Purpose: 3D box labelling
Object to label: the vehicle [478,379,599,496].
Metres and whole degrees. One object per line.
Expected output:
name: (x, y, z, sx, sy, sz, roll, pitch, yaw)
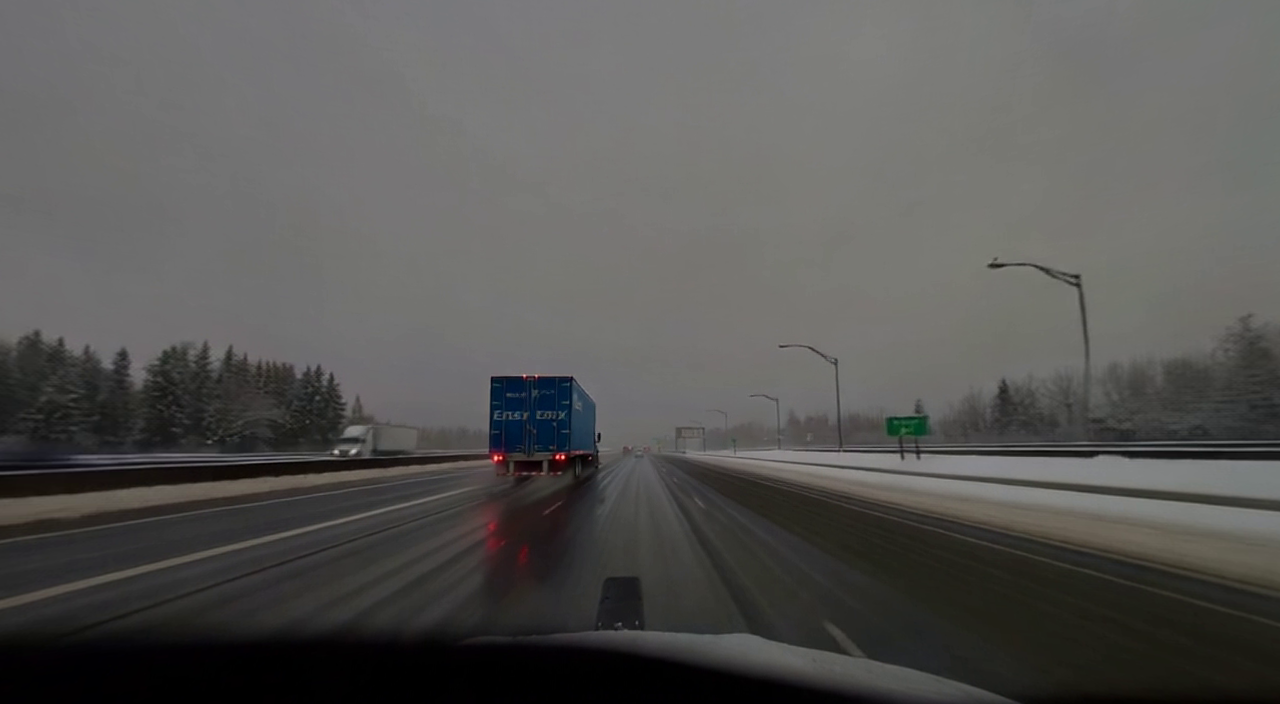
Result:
vehicle: (-3.274, 3.172, 22.913, 2.922, 3.458, 8.360, 0, -9, 0)
